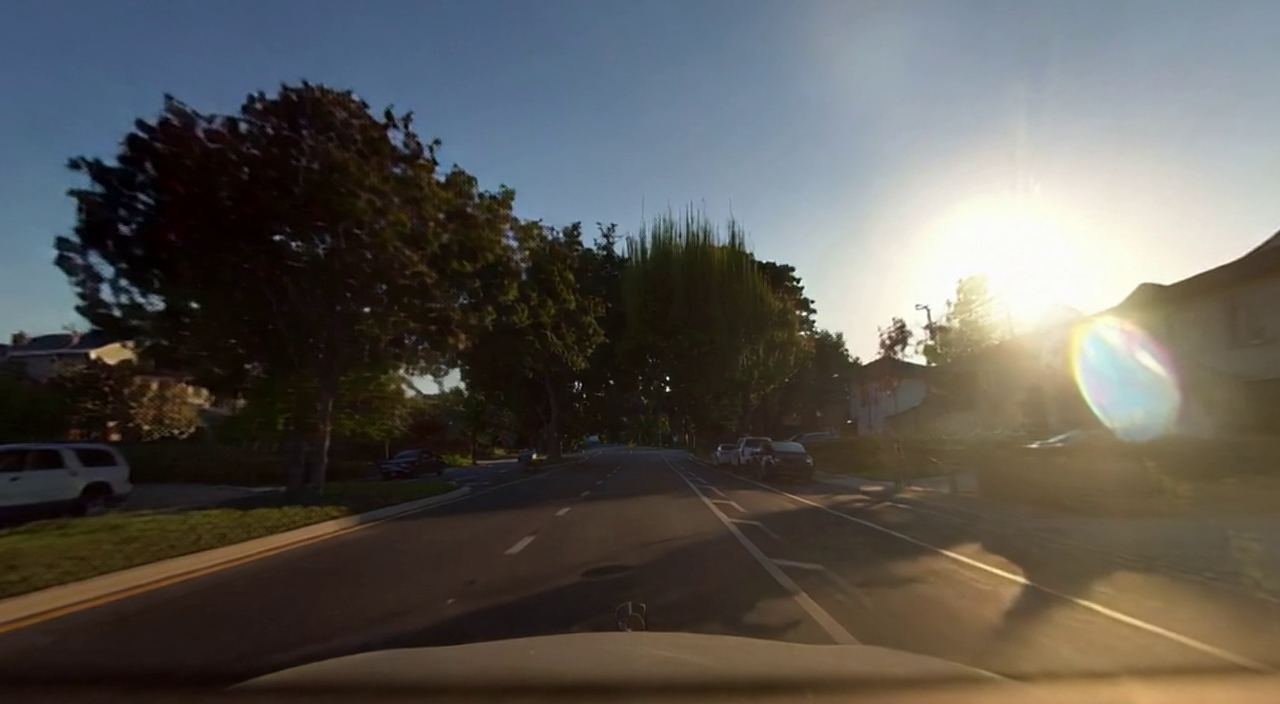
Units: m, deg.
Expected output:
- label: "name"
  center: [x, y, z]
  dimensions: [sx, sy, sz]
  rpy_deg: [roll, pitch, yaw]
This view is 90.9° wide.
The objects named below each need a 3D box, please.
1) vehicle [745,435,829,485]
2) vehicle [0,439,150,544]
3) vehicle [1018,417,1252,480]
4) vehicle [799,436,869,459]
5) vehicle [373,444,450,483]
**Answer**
- label: "vehicle"
  center: [5.205, 3.914, 23.085]
  dimensions: [1.885, 1.603, 5.235]
  rpy_deg: [0, -9, 1]
- label: "vehicle"
  center: [-12.036, 2.491, 11.514]
  dimensions: [2.228, 1.766, 4.770]
  rpy_deg: [0, -8, 1]
- label: "vehicle"
  center: [14.157, 2.784, 18.289]
  dimensions: [4.902, 1.667, 2.162]
  rpy_deg: [0, -8, 0]
- label: "vehicle"
  center: [13.851, 6.846, 45.244]
  dimensions: [4.317, 1.595, 2.095]
  rpy_deg: [0, -9, 0]
- label: "vehicle"
  center: [-11.503, 5.598, 32.107]
  dimensions: [2.054, 1.704, 4.710]
  rpy_deg: [-3, -8, 3]
